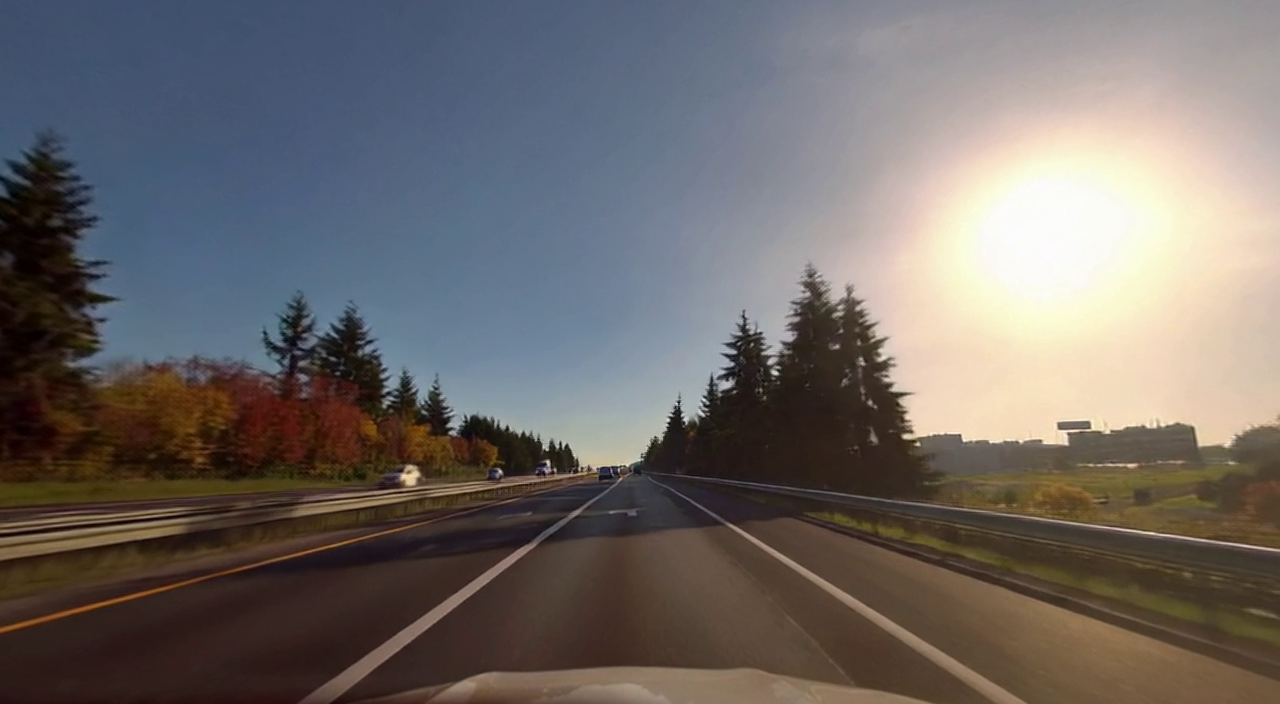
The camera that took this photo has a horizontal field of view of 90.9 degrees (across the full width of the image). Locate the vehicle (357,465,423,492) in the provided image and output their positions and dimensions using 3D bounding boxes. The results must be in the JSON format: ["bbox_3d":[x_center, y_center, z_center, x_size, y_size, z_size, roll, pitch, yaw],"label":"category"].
[{"bbox_3d":[-14.649,7.461,37.250,1.945,1.454,4.343,0,-11,2],"label":"vehicle"}]
